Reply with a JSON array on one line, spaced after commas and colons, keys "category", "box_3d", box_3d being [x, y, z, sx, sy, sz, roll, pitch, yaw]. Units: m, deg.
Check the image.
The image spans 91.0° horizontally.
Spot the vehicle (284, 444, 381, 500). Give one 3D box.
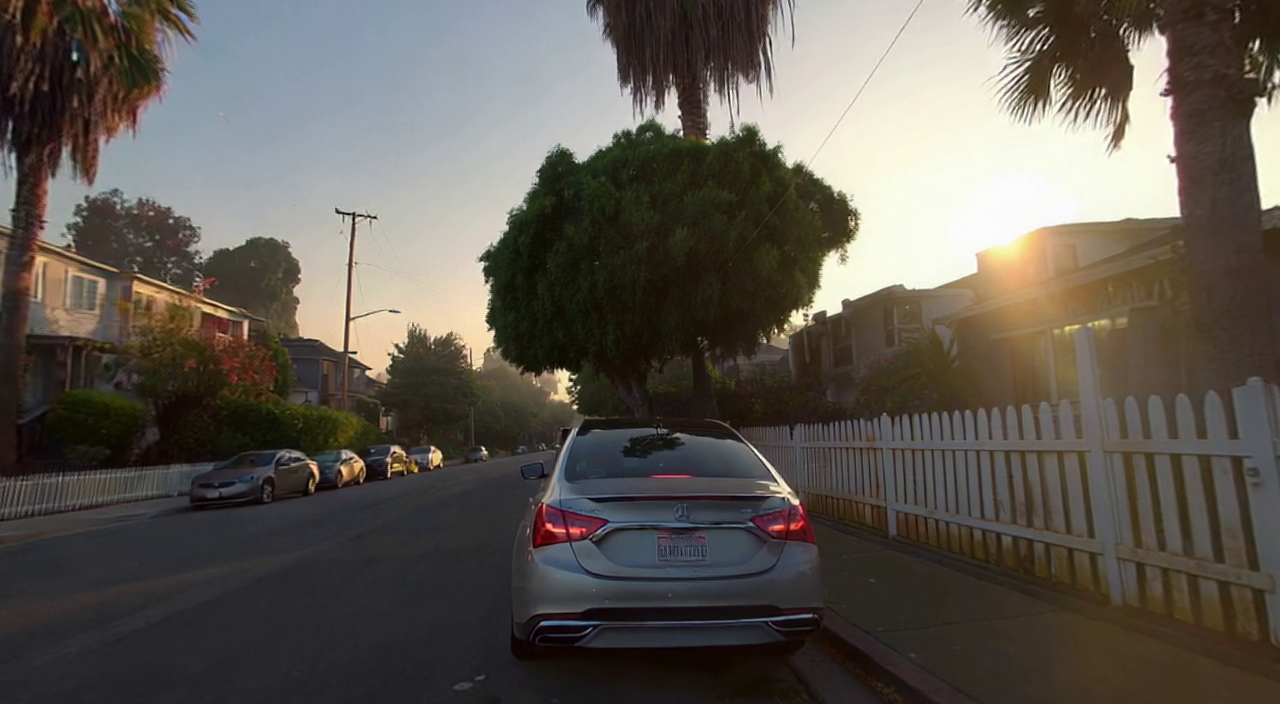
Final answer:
[{"category": "vehicle", "box_3d": [-12.163, 4.712, 25.262, 2.048, 1.485, 4.757, -4, -4, -7]}]

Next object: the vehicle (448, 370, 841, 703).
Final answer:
[{"category": "vehicle", "box_3d": [-0.135, 1.218, 4.996, 1.894, 1.695, 3.795, 1, -8, -5]}]

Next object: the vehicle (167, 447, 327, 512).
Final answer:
[{"category": "vehicle", "box_3d": [-11.402, 3.665, 18.791, 2.017, 1.627, 5.039, 1, -8, -7]}]

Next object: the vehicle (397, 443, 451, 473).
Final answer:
[{"category": "vehicle", "box_3d": [-13.181, 6.464, 38.702, 2.060, 1.689, 4.999, 1, -8, -7]}]
